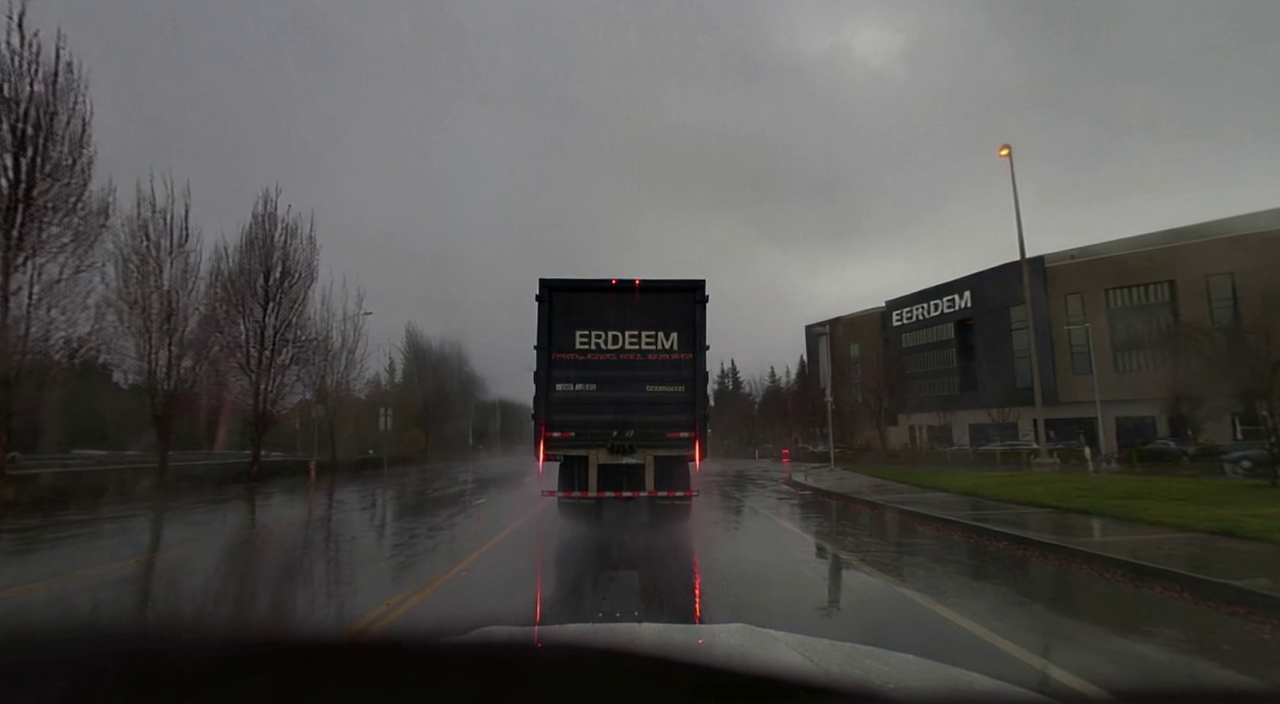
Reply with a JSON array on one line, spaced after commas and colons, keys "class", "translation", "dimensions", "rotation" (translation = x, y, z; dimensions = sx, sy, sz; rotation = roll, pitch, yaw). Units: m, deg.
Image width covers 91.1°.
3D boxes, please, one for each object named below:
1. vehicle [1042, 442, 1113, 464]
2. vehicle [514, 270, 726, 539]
[{"class": "vehicle", "translation": [31.374, 7.216, 45.144], "dimensions": [1.652, 1.423, 3.797], "rotation": [5, -9, -35]}, {"class": "vehicle", "translation": [-0.183, 1.307, 13.389], "dimensions": [2.876, 3.724, 9.351], "rotation": [-1, -8, 1]}]
